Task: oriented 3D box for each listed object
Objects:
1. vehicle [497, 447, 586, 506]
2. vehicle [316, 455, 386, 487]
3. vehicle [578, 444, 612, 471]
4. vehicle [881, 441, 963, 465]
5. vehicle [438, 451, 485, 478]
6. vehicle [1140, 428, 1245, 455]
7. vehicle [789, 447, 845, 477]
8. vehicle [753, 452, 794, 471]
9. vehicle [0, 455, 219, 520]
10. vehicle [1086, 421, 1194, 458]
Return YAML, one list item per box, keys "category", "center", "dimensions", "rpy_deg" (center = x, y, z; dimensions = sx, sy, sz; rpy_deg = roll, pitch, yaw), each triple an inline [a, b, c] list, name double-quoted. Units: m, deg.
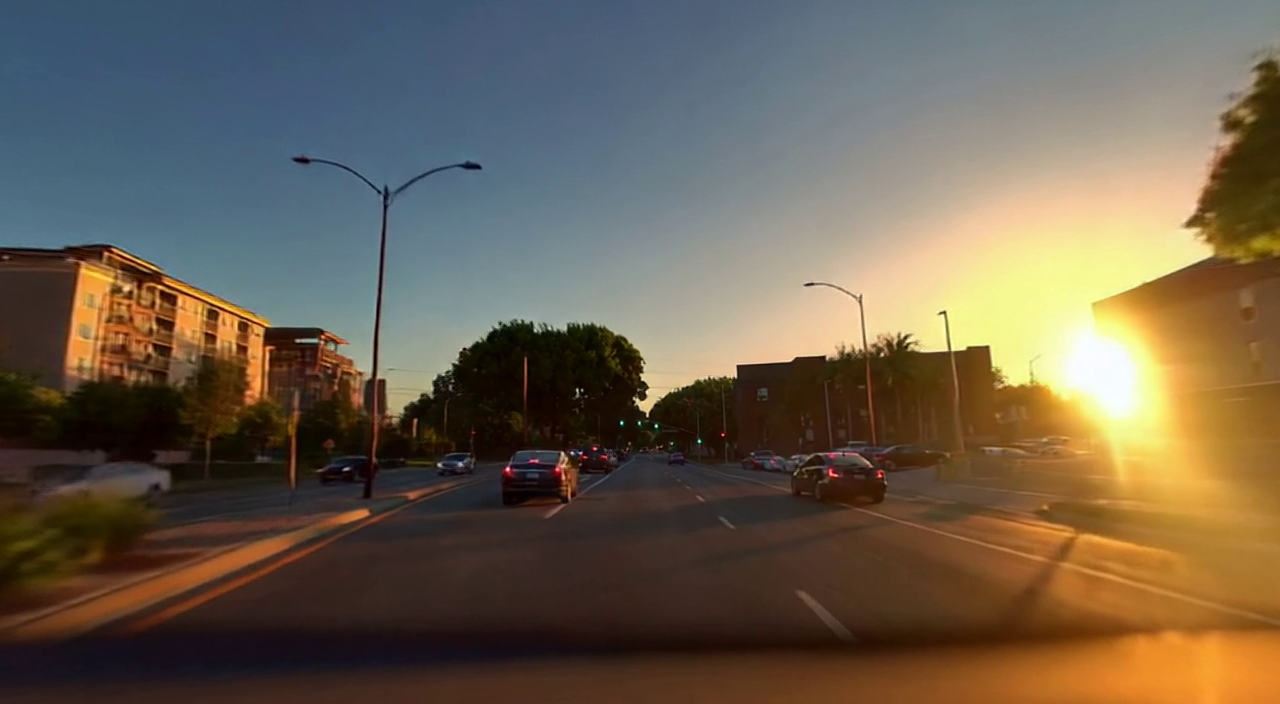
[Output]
- category: "vehicle"
  center: [-2.663, 3.484, 18.116]
  dimensions: [2.144, 1.447, 4.421]
  rpy_deg: [0, -9, -4]
- category: "vehicle"
  center: [-14.436, 5.951, 31.800]
  dimensions: [1.808, 1.444, 3.609]
  rpy_deg: [0, -9, -1]
- category: "vehicle"
  center: [-3.310, 7.899, 47.387]
  dimensions: [2.220, 1.888, 4.904]
  rpy_deg: [0, -9, 0]
- category: "vehicle"
  center: [18.549, 6.655, 41.743]
  dimensions: [4.416, 1.519, 1.988]
  rpy_deg: [-1, -9, 2]
- category: "vehicle"
  center: [-11.056, 6.969, 39.315]
  dimensions: [1.867, 1.524, 3.654]
  rpy_deg: [0, -9, 0]
- category: "vehicle"
  center: [34.035, 5.540, 39.006]
  dimensions: [4.531, 1.596, 1.929]
  rpy_deg: [-1, -9, 2]
- category: "vehicle"
  center: [10.476, 6.529, 37.757]
  dimensions: [1.975, 1.677, 4.400]
  rpy_deg: [0, -9, -1]
- category: "vehicle"
  center: [10.371, 8.567, 49.572]
  dimensions: [2.045, 1.418, 4.869]
  rpy_deg: [0, -9, -1]
- category: "vehicle"
  center: [-14.301, 3.615, 17.419]
  dimensions: [2.149, 1.468, 4.707]
  rpy_deg: [0, -9, -1]
- category: "vehicle"
  center: [33.402, 5.893, 42.329]
  dimensions: [5.156, 2.086, 2.144]
  rpy_deg: [-3, -11, 1]
